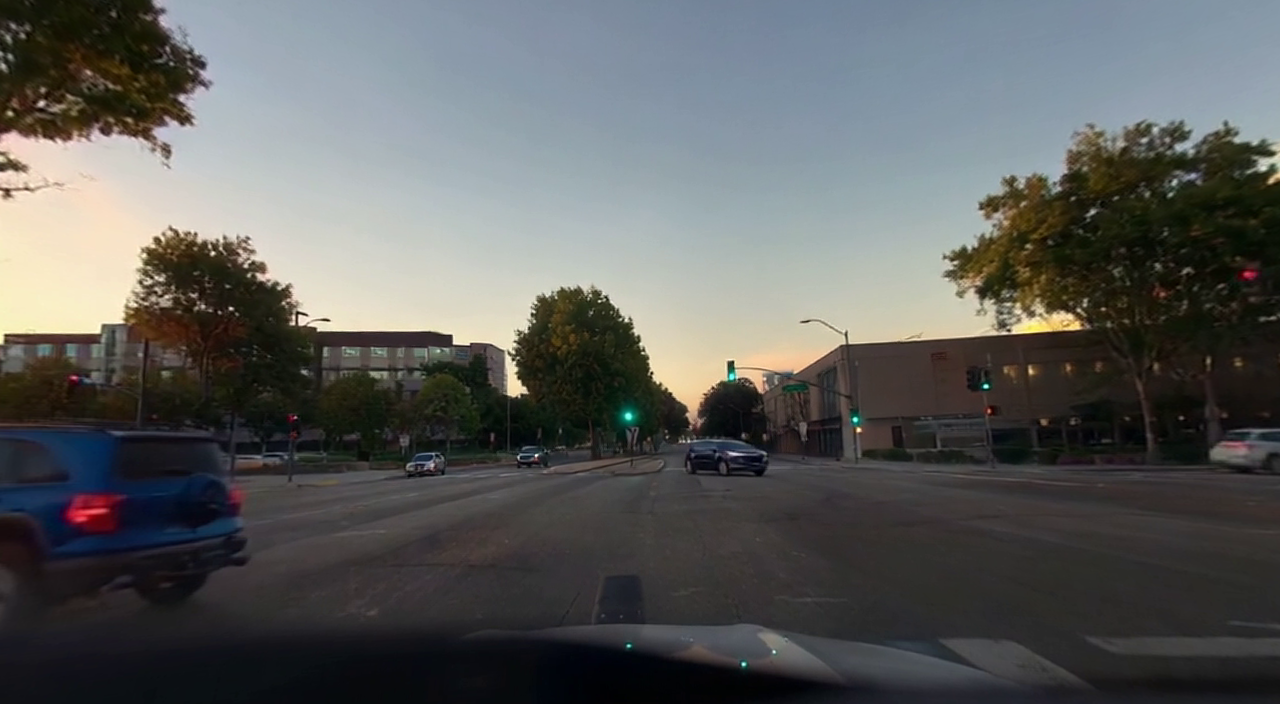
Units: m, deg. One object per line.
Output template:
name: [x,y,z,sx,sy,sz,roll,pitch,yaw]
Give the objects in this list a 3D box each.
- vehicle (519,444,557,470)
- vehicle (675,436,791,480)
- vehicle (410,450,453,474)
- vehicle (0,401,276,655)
vehicle: [-6.971,7.199,43.605,2.034,1.663,4.025,0,-8,-1]
vehicle: [3.875,4.486,27.014,1.998,1.674,4.652,8,-11,-41]
vehicle: [-14.474,7.642,44.056,1.786,1.499,3.797,0,-8,-2]
vehicle: [-6.014,1.439,5.782,4.038,1.807,2.085,-1,-9,4]
